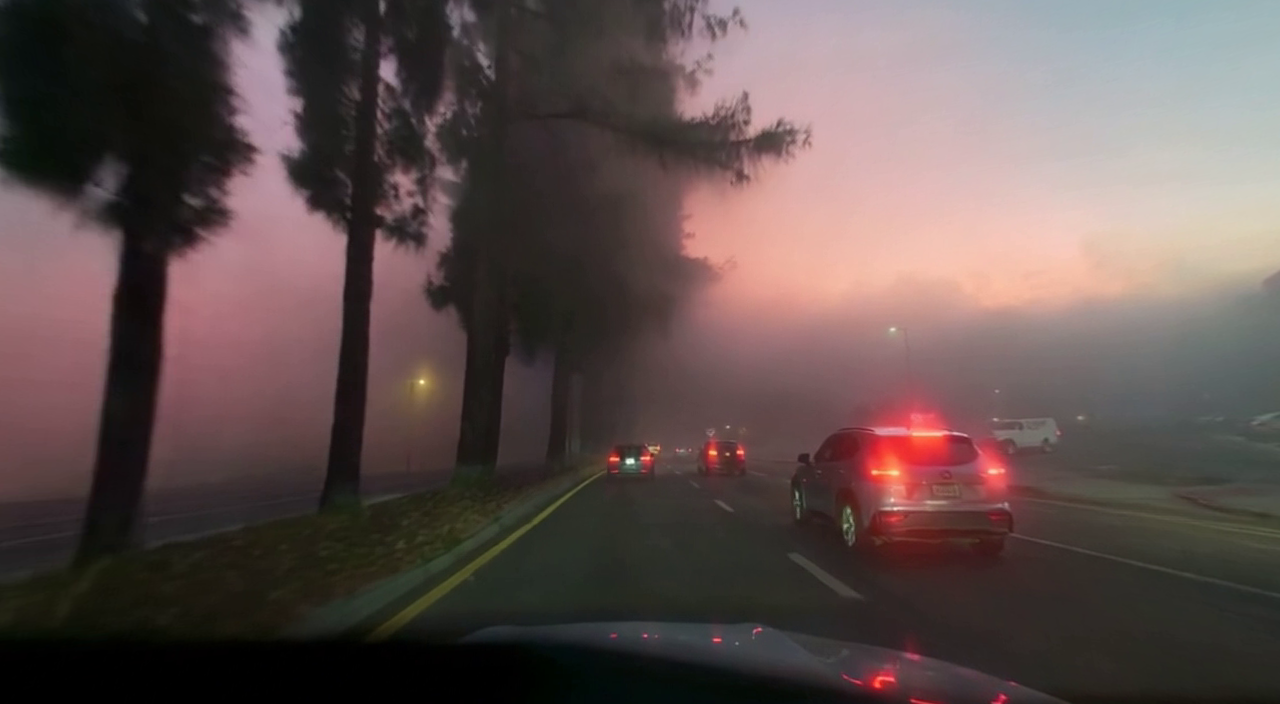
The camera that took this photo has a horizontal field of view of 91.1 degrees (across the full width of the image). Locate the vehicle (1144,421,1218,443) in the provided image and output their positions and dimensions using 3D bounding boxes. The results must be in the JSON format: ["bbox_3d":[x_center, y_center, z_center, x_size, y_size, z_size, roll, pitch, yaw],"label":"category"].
[{"bbox_3d":[39.913,5.963,46.477,1.839,1.506,4.108,0,-9,1],"label":"vehicle"}]

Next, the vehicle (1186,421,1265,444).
[{"bbox_3d":[42.642,5.861,45.842,1.929,1.517,3.953,-3,-7,1],"label":"vehicle"}]

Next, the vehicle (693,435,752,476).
[{"bbox_3d":[3.658,4.703,28.615,1.982,1.709,4.427,0,-9,-1],"label":"vehicle"}]

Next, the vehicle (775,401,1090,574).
[{"bbox_3d":[3.386,1.680,8.484,2.130,1.718,4.310,0,-9,0],"label":"vehicle"}]

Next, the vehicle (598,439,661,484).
[{"bbox_3d":[-0.336,3.987,23.175,2.111,1.506,4.018,0,-9,0],"label":"vehicle"}]
